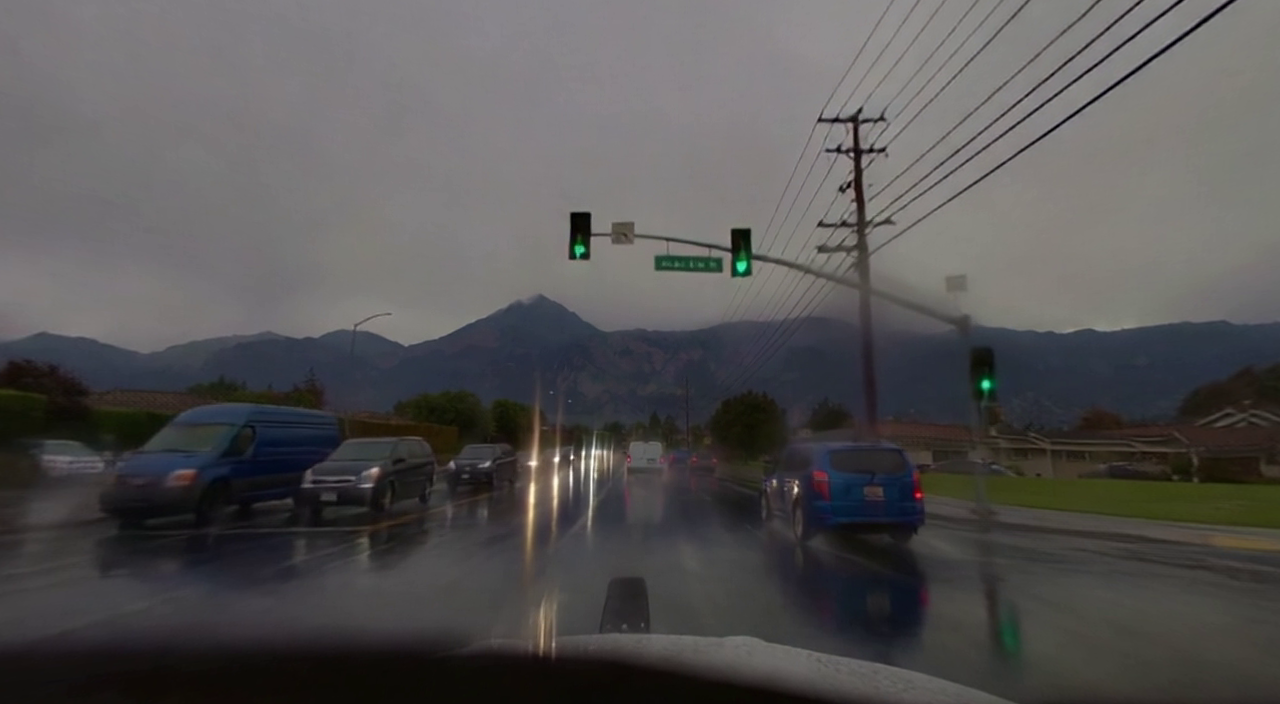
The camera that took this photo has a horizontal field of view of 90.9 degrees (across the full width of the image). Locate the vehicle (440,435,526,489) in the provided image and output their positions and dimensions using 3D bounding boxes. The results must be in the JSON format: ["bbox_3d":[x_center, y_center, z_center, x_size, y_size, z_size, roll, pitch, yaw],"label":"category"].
[{"bbox_3d":[-6.035,4.293,24.968,1.993,1.884,5.481,0,-9,0],"label":"vehicle"}]

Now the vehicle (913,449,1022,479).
[{"bbox_3d":[17.344,5.937,33.523,4.656,1.461,1.955,0,-8,0],"label":"vehicle"}]

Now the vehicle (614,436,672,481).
[{"bbox_3d":[0.113,5.241,31.319,2.636,2.011,5.130,0,-9,0],"label":"vehicle"}]

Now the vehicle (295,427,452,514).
[{"bbox_3d":[-6.279,2.831,15.522,1.983,1.801,4.391,0,-9,-1],"label":"vehicle"}]

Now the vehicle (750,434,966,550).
[{"bbox_3d":[3.587,2.393,11.583,2.155,1.658,4.721,1,-9,-2],"label":"vehicle"}]

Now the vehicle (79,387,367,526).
[{"bbox_3d":[-9.552,2.506,15.568,2.725,2.710,6.304,0,-9,0],"label":"vehicle"}]

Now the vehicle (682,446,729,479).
[{"bbox_3d":[3.445,5.930,34.032,1.957,1.646,4.355,0,-9,-1],"label":"vehicle"}]
